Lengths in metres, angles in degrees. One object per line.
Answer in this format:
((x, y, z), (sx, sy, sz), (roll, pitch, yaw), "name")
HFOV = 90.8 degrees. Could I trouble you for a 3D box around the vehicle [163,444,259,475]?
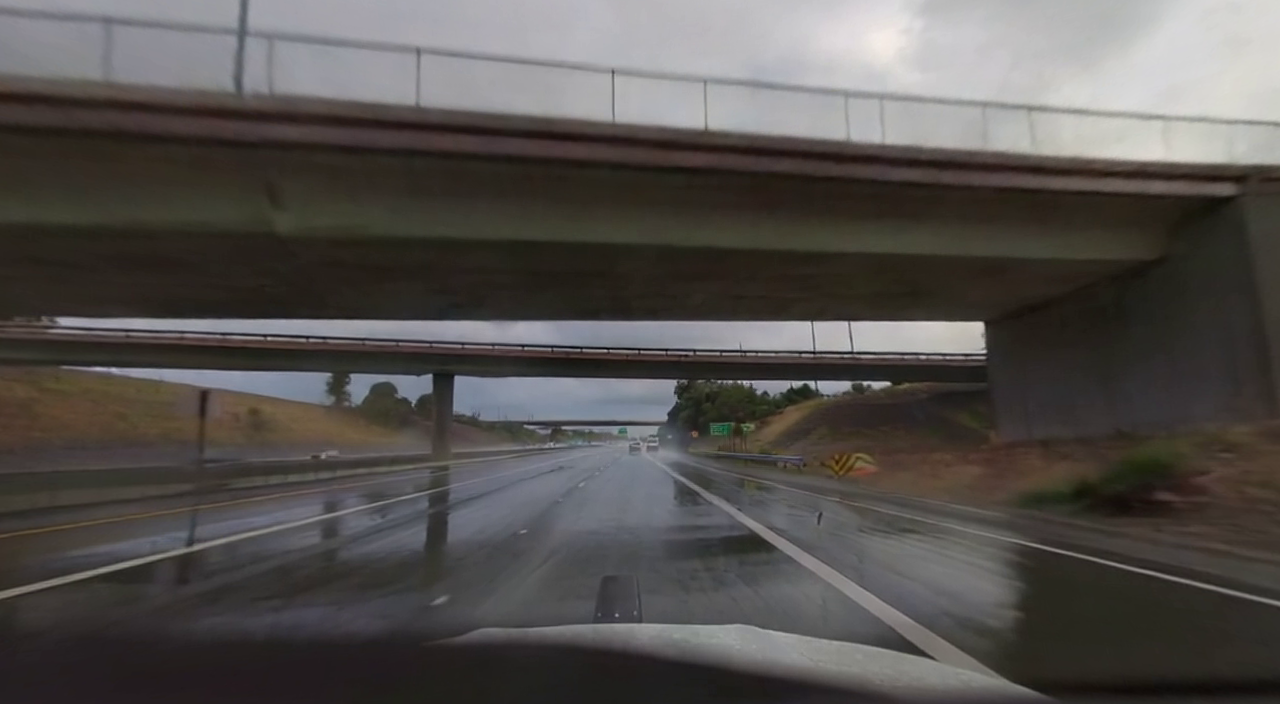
((-24.770, 6.197, 36.739), (1.935, 1.653, 5.201), (0, -8, 0), "vehicle")
